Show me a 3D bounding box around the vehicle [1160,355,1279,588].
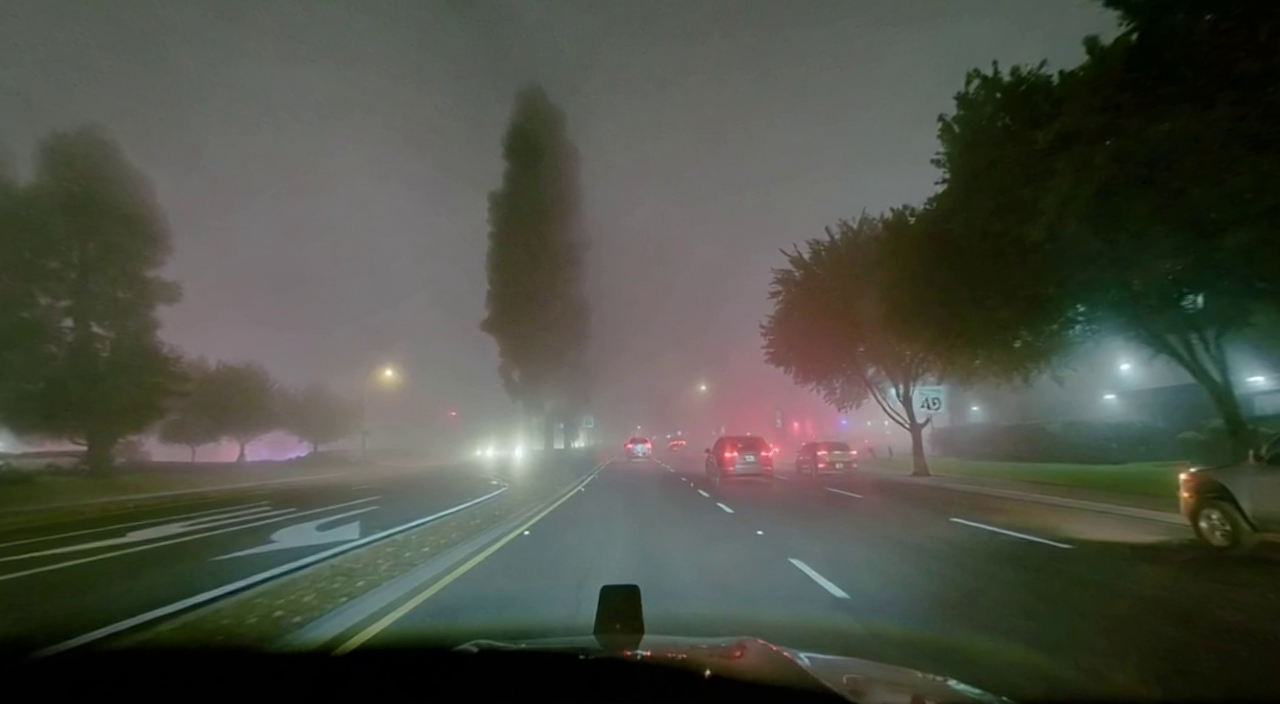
[{"bbox_3d":[7.209,0.865,4.232,2.429,2.142,5.731,0,-8,-1],"label":"vehicle"}]

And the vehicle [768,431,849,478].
[{"bbox_3d":[6.691,4.122,25.574,2.025,1.719,4.161,0,-8,-1],"label":"vehicle"}]

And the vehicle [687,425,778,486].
[{"bbox_3d":[2.948,3.444,21.289,2.227,1.794,4.457,0,-8,-2],"label":"vehicle"}]

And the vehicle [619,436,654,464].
[{"bbox_3d":[-0.254,6.252,40.493,2.132,1.693,3.819,0,-8,-1],"label":"vehicle"}]
